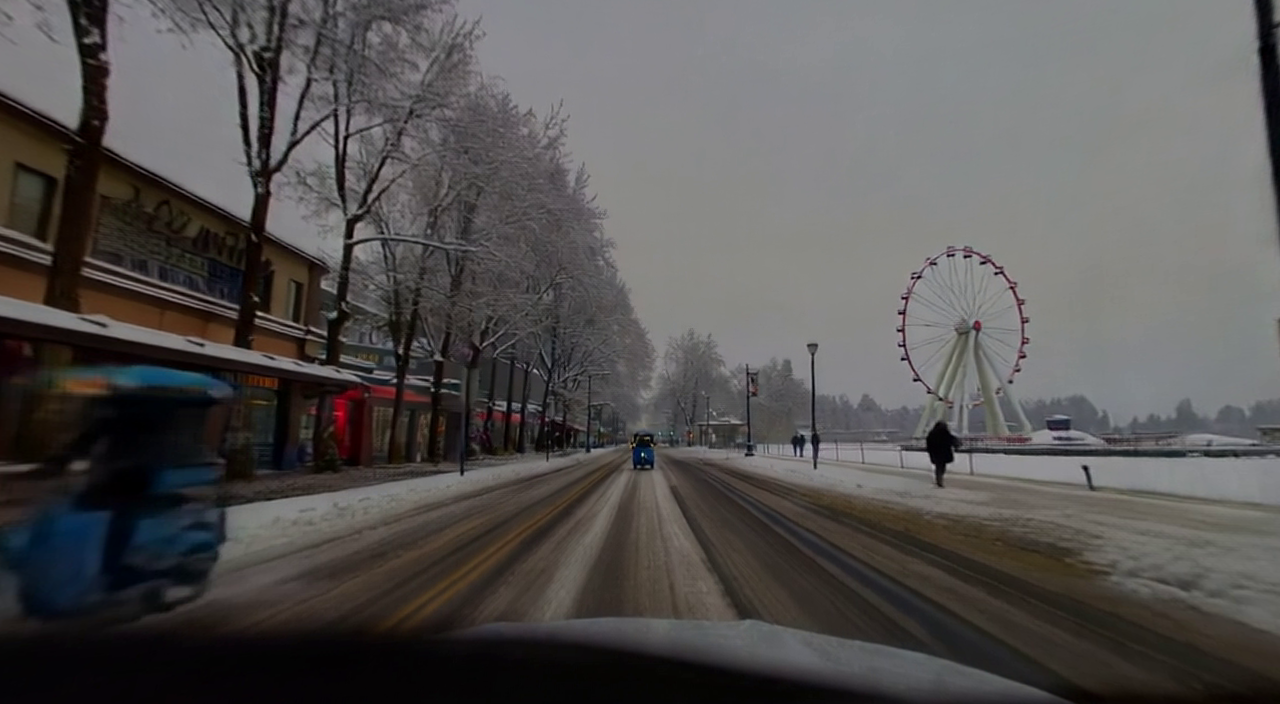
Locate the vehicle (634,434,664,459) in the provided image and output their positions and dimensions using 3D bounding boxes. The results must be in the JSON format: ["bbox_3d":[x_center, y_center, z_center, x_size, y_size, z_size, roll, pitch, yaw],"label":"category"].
[{"bbox_3d":[0.665,7.268,48.550,2.221,1.773,4.228,0,-8,0],"label":"vehicle"}]
